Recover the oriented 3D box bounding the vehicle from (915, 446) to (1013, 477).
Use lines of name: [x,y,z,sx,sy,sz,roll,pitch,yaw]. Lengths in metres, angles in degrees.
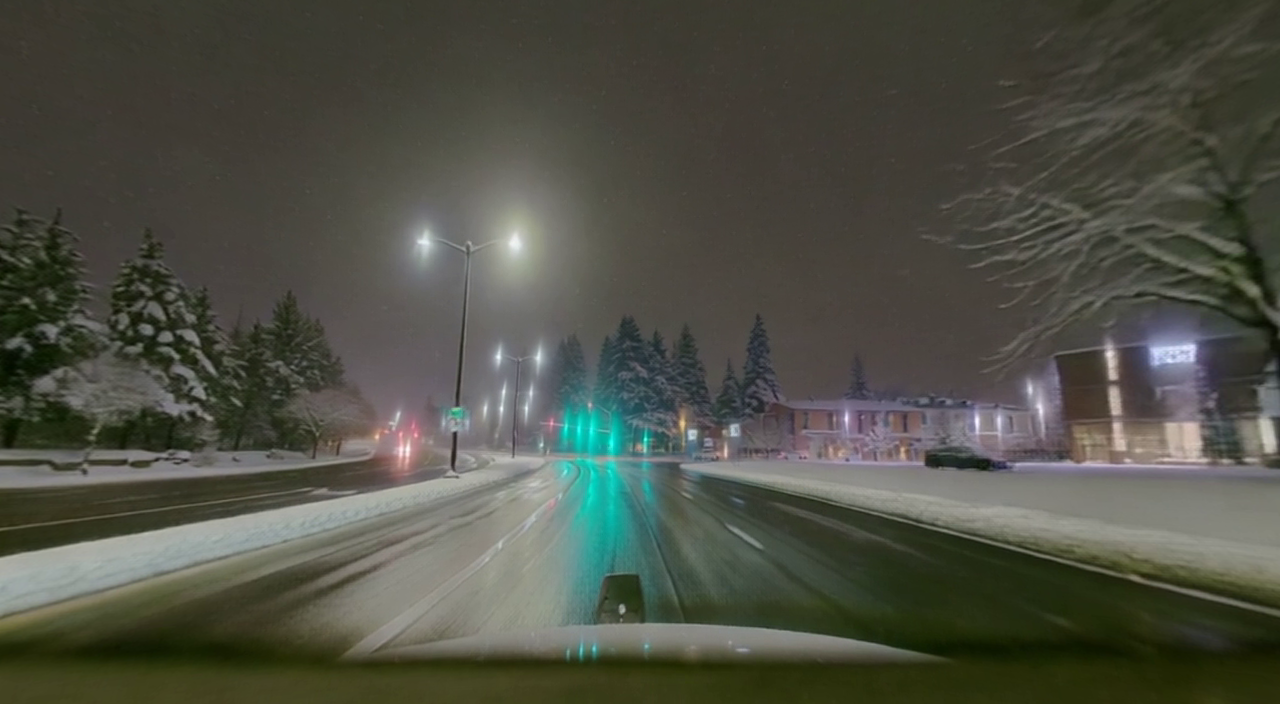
vehicle: [22.781,7.709,44.736,2.337,1.969,5.826,7,-11,-25]
